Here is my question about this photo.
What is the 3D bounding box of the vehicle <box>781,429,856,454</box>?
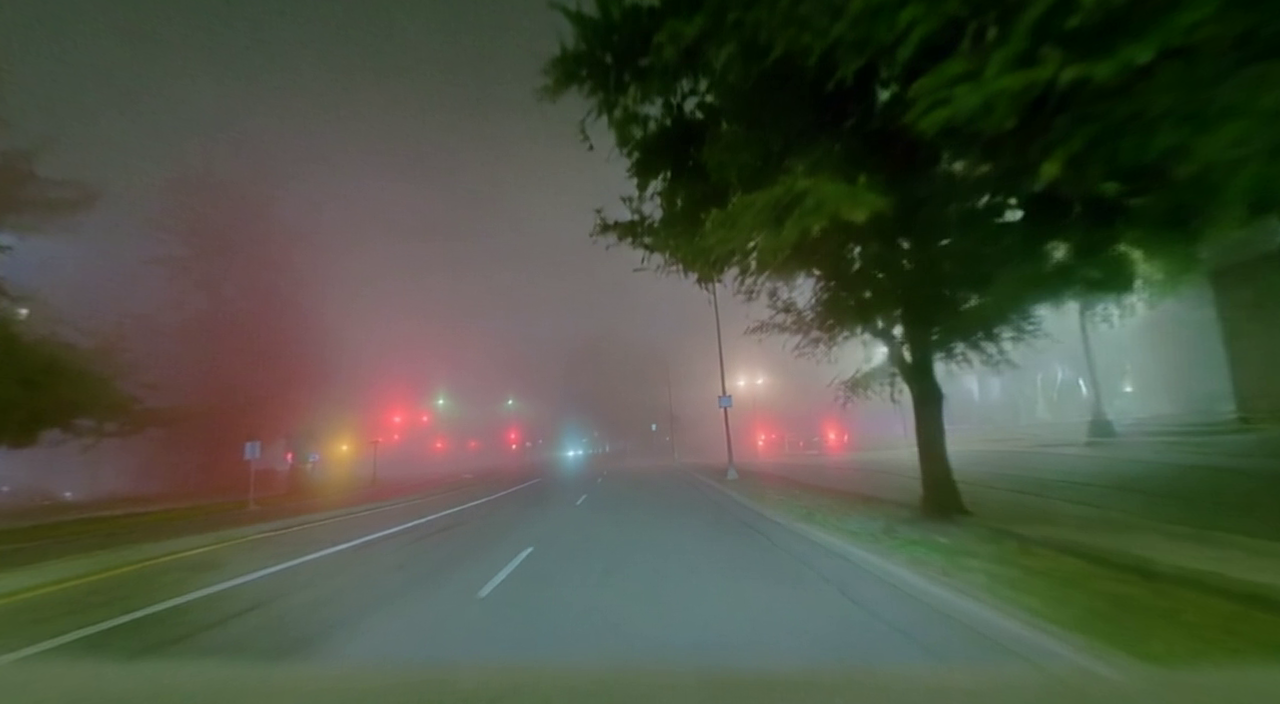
[{"bbox_3d":[11.841,5.982,42.071,4.332,1.581,2.028,1,-9,-10],"label":"vehicle"}]
